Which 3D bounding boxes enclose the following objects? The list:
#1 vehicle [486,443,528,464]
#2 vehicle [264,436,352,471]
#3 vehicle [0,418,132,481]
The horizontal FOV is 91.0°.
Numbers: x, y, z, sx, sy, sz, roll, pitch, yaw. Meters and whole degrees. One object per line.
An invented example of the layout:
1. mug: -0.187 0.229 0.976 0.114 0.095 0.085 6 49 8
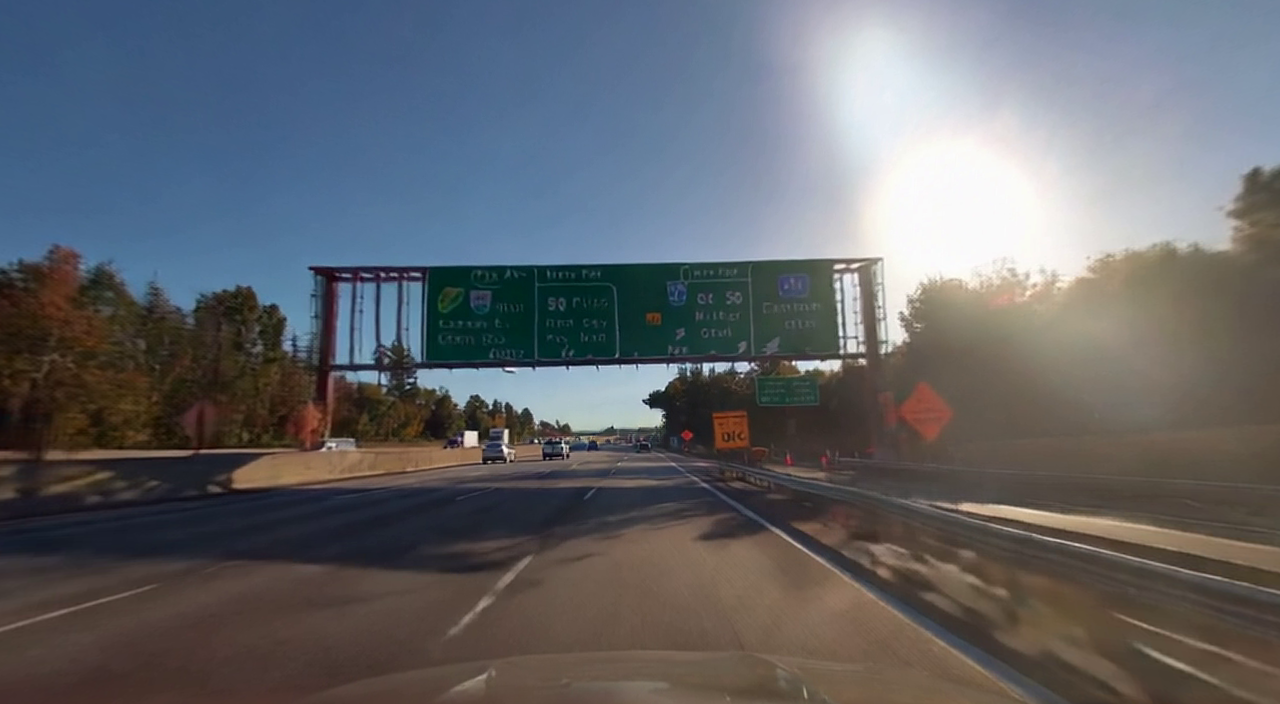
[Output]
1. vehicle: -9.952 7.649 47.498 2.122 1.511 4.576 0 -9 0
2. vehicle: -18.837 5.769 36.077 2.098 1.845 5.358 0 -9 1
3. vehicle: -30.221 4.901 31.724 2.768 2.789 7.712 0 -9 0
